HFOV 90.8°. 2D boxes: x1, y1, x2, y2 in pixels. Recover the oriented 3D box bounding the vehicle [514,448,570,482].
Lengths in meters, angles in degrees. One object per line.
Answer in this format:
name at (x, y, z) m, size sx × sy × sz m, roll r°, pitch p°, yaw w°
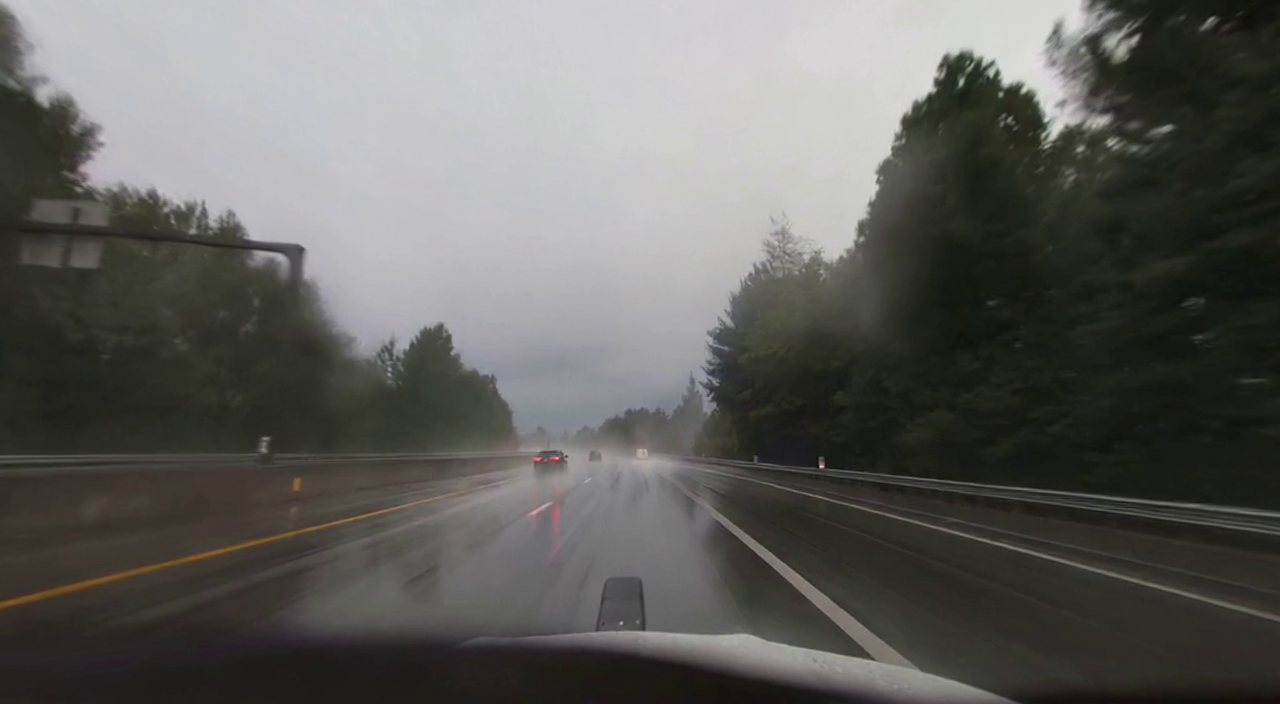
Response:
vehicle at (-4.716, 5.498, 30.983) m, size 2.049 × 1.521 × 4.366 m, roll 0°, pitch -9°, yaw 0°
